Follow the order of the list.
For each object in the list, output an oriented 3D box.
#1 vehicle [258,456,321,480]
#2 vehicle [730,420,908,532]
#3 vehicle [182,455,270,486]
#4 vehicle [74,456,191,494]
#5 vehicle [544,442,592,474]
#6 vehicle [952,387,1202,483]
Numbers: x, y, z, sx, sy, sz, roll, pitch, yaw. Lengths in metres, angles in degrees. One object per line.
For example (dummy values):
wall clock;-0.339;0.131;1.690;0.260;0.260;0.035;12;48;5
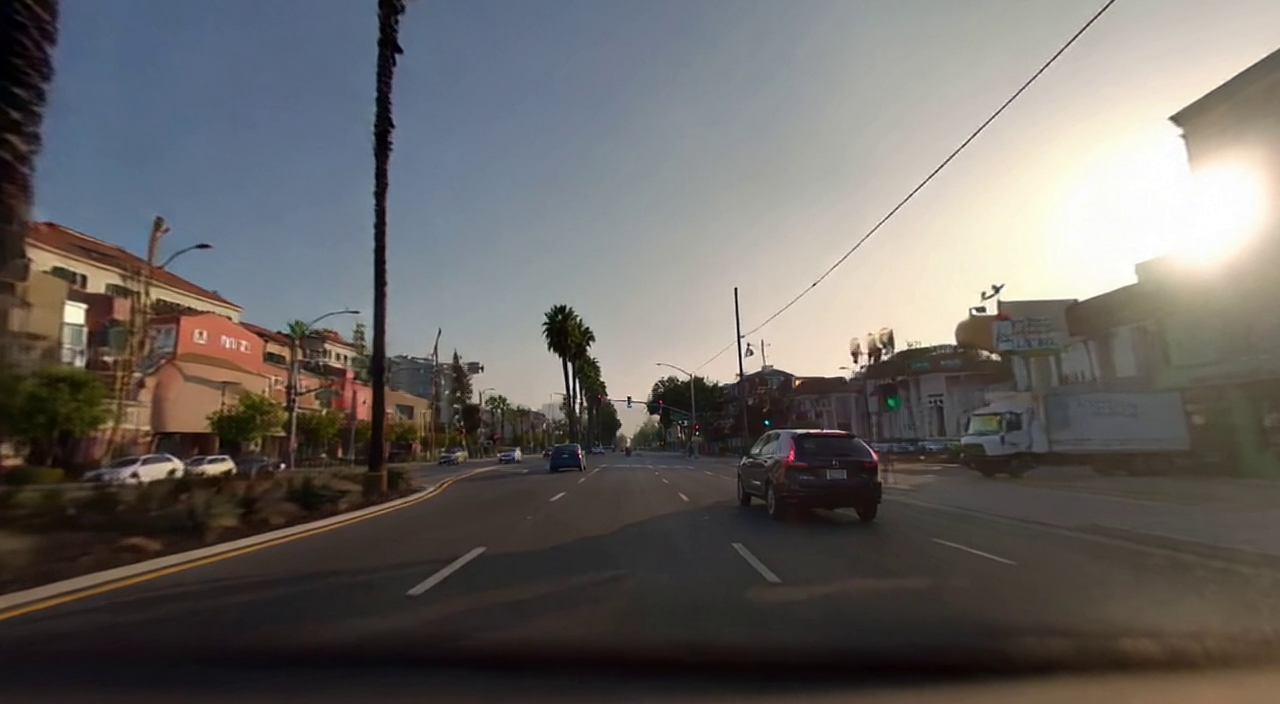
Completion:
vehicle;-23.240;7.654;42.021;1.752;1.430;4.078;-1;-9;2
vehicle;3.071;2.234;11.922;1.982;1.711;4.276;0;-9;-2
vehicle;-23.184;6.642;35.651;1.997;1.434;4.569;-4;-9;-1
vehicle;-22.929;5.559;28.780;2.045;1.536;3.911;0;-9;0
vehicle;-3.597;5.383;32.142;2.034;1.498;3.995;0;-9;-1
vehicle;15.370;3.009;22.729;6.704;3.194;2.704;-1;-9;4
